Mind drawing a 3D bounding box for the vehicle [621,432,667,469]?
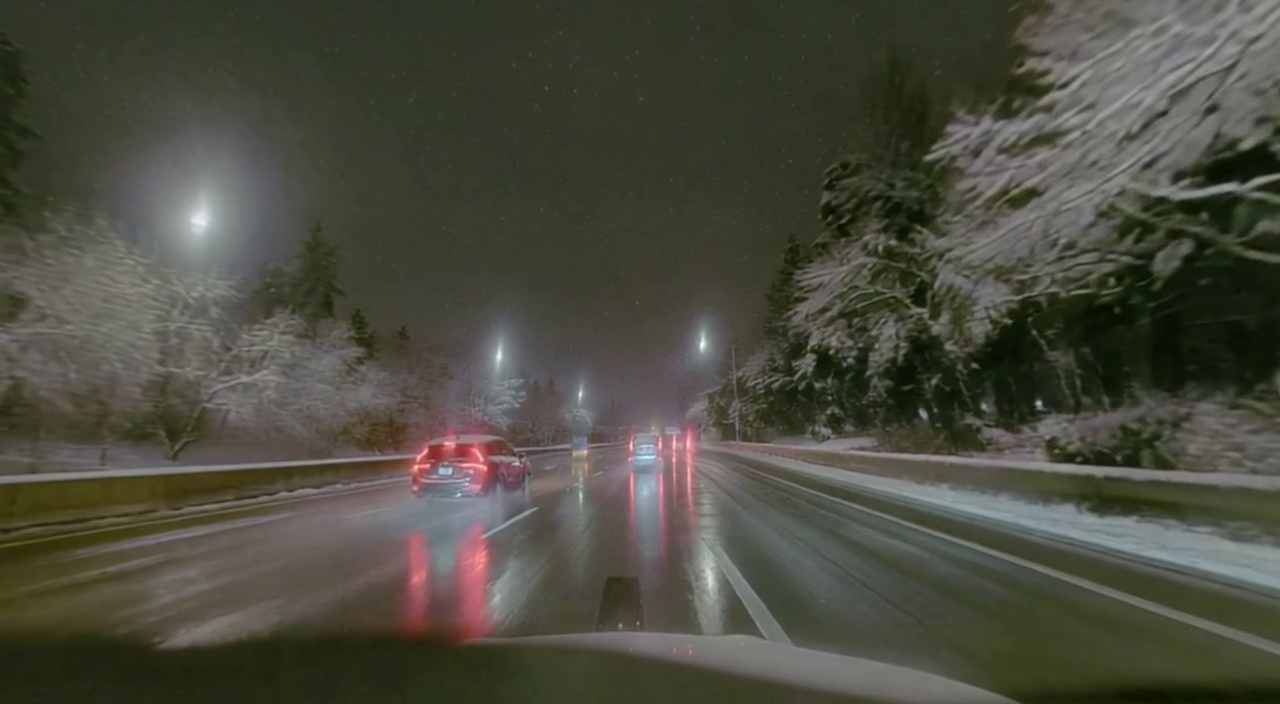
[{"bbox_3d":[0.213,4.761,30.744,2.082,1.638,4.644,0,-8,1],"label":"vehicle"}]

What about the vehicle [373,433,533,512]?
[{"bbox_3d":[-3.899,2.592,14.211,1.981,1.460,4.792,0,-8,2],"label":"vehicle"}]
